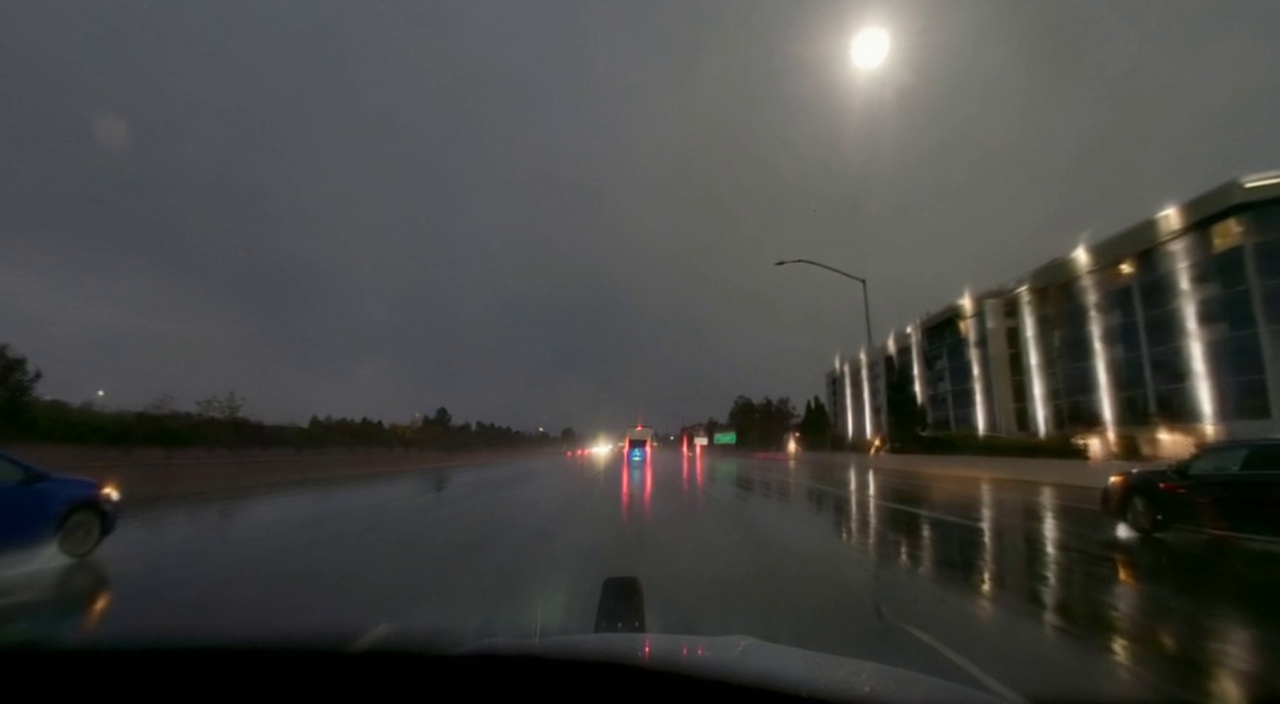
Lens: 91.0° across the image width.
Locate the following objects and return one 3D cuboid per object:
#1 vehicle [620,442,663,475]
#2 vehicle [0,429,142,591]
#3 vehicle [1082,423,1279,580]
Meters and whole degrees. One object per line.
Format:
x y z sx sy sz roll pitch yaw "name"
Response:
0.084 5.261 31.438 2.036 1.542 3.891 0 -8 0 "vehicle"
-6.873 1.372 5.223 1.978 1.477 4.239 0 -8 0 "vehicle"
7.133 1.478 6.310 1.937 1.498 4.710 0 -8 -1 "vehicle"
